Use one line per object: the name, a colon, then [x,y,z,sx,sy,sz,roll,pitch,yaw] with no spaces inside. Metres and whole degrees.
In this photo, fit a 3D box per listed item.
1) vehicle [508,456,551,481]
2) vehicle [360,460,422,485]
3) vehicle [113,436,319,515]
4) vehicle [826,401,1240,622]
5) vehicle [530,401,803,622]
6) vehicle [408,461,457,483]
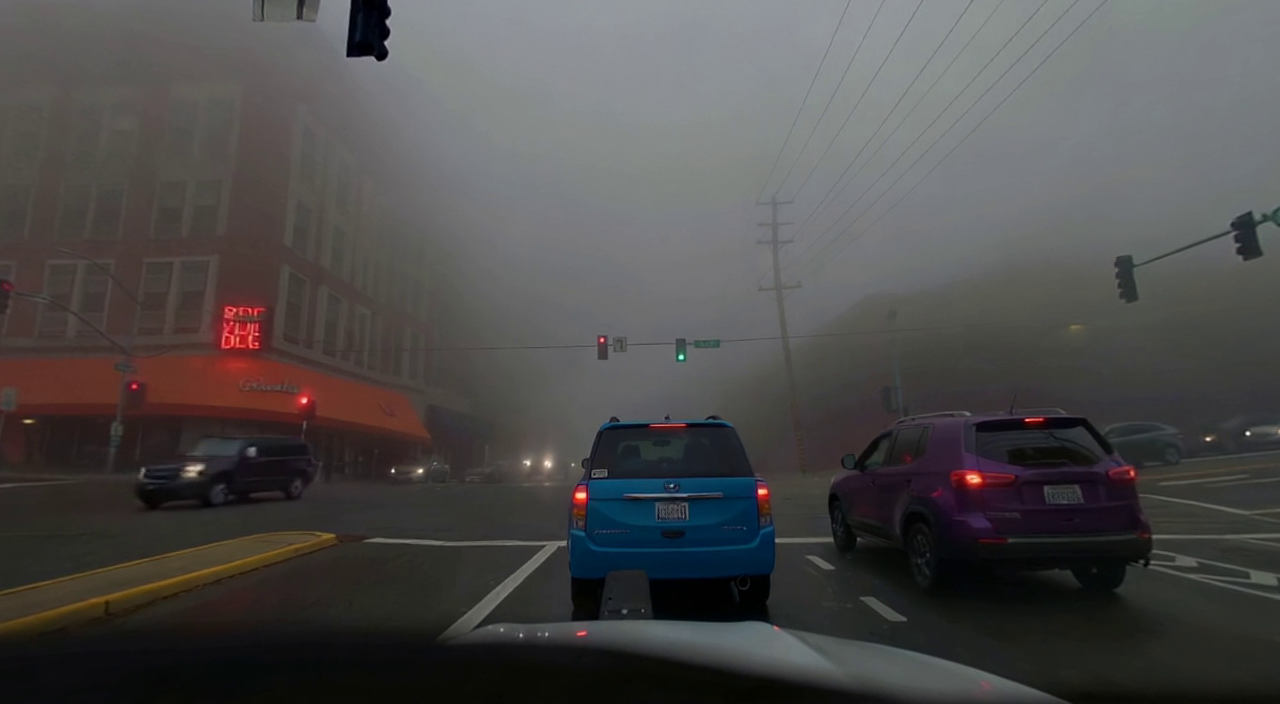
vehicle: [-8.398,8.839,48.202,2.023,1.713,4.451,-1,-8,6]
vehicle: [-16.234,7.855,41.429,1.872,1.433,4.404,-1,-8,6]
vehicle: [-10.925,3.183,16.818,2.029,1.776,4.711,-1,-8,3]
vehicle: [3.616,1.523,6.976,1.976,1.664,4.189,-1,-8,2]
vehicle: [0.258,1.509,6.829,2.098,1.682,3.778,0,-8,2]
vehicle: [-15.483,8.961,47.269,1.875,1.475,4.449,-1,-8,5]
